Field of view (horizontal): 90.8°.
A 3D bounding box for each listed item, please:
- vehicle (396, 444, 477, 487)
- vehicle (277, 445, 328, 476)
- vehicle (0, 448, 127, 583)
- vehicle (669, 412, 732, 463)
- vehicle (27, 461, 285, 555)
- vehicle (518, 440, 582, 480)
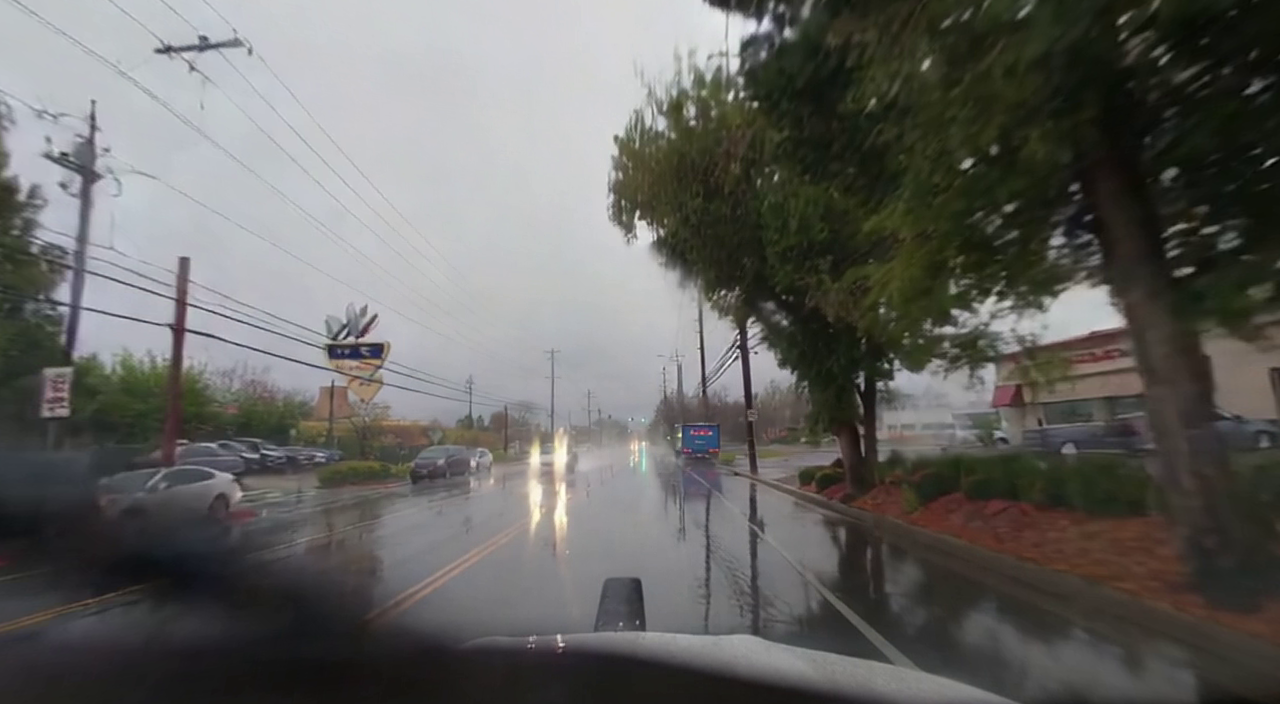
[{"bbox_3d":[-8.982,5.013,28.377,1.938,1.756,4.686,0,-8,2],"label":"vehicle"},{"bbox_3d":[-19.429,6.221,36.543,1.980,1.669,5.543,3,-9,-22],"label":"vehicle"},{"bbox_3d":[-9.635,2.116,7.934,2.059,1.783,5.024,0,-8,1],"label":"vehicle"},{"bbox_3d":[3.973,5.985,43.834,3.168,3.106,9.350,0,-8,-1],"label":"vehicle"},{"bbox_3d":[-9.425,3.010,12.889,1.768,1.454,4.340,0,-8,1],"label":"vehicle"},{"bbox_3d":[-3.716,4.525,26.731,2.042,1.530,3.980,0,-8,1],"label":"vehicle"}]
